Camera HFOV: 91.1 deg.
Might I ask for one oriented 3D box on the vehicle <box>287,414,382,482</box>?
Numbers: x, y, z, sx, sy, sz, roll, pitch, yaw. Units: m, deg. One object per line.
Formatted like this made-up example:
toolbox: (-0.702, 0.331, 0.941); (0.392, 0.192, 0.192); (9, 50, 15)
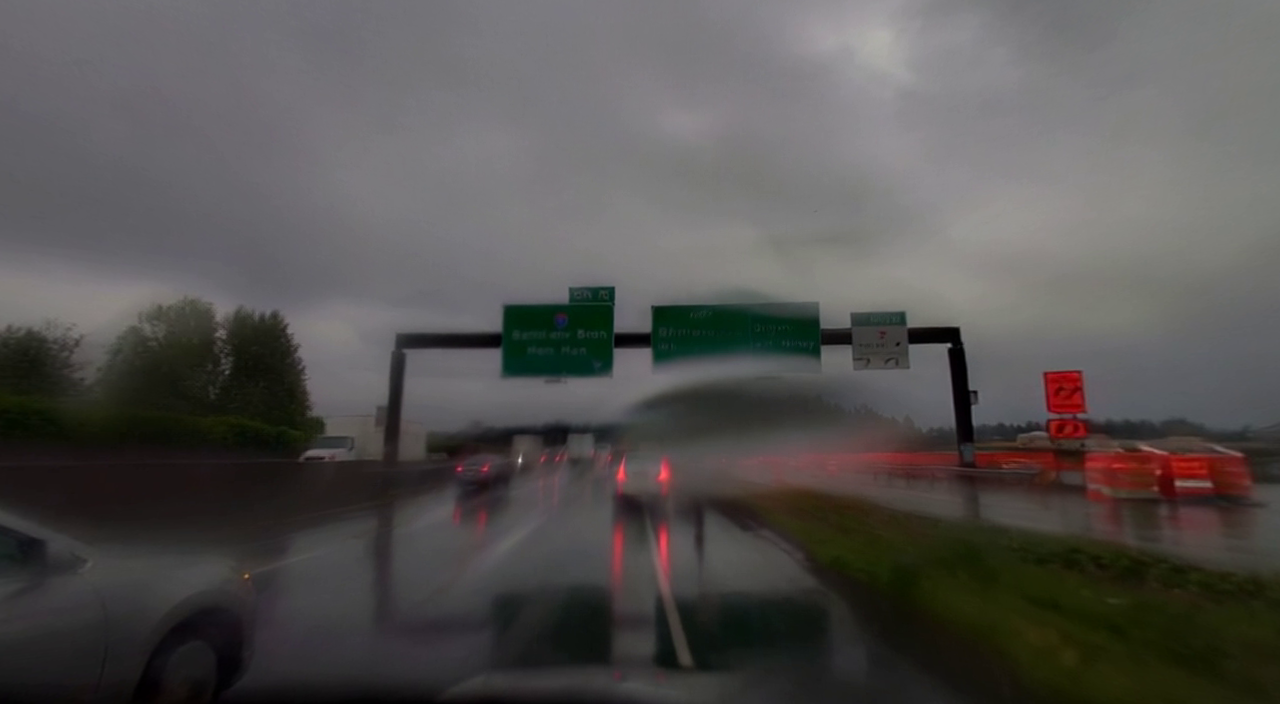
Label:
vehicle: (-19.355, 6.148, 40.273); (2.979, 3.948, 5.862); (0, -9, 0)

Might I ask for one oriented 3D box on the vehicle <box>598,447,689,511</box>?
vehicle: (0.064, 3.201, 16.237); (2.080, 1.451, 3.512); (0, -9, 0)

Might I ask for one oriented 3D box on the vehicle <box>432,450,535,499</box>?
vehicle: (-4.941, 3.943, 20.541); (2.063, 1.417, 4.000); (-1, -9, 4)
